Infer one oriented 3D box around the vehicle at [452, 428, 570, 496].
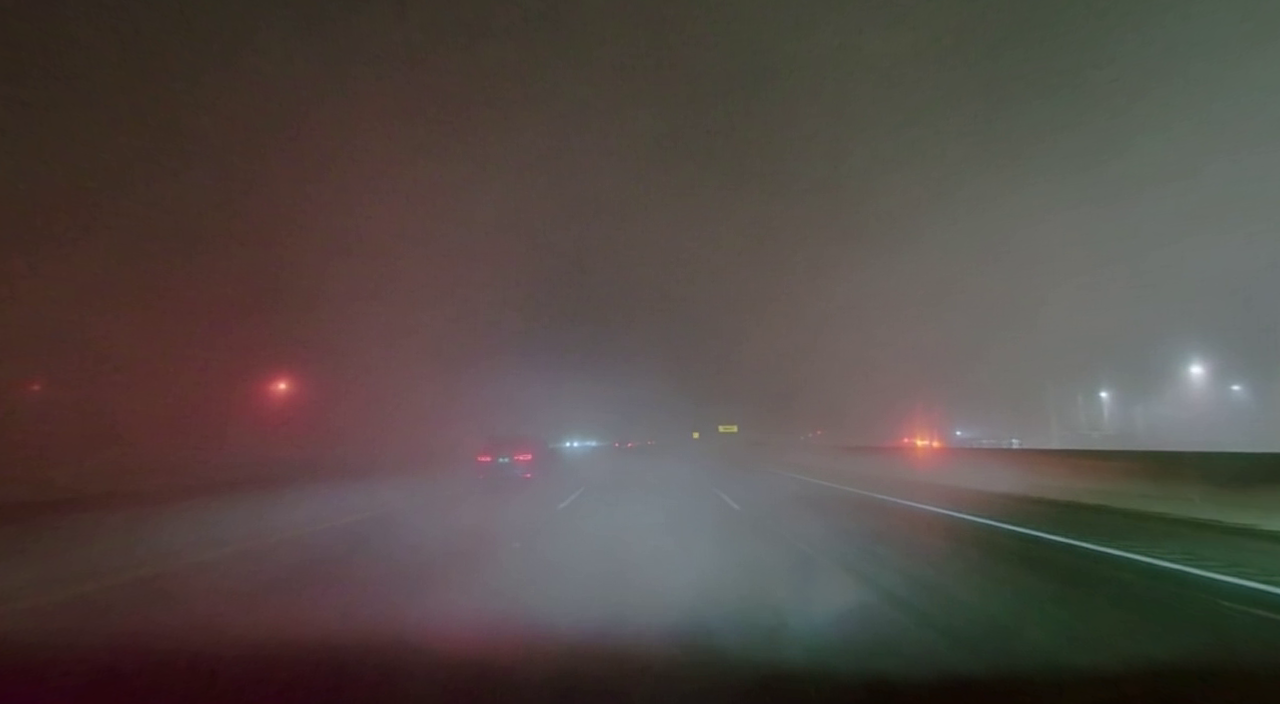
[{"bbox_3d":[-3.312,2.946,17.272,2.053,1.587,4.855,0,-8,2],"label":"vehicle"}]
